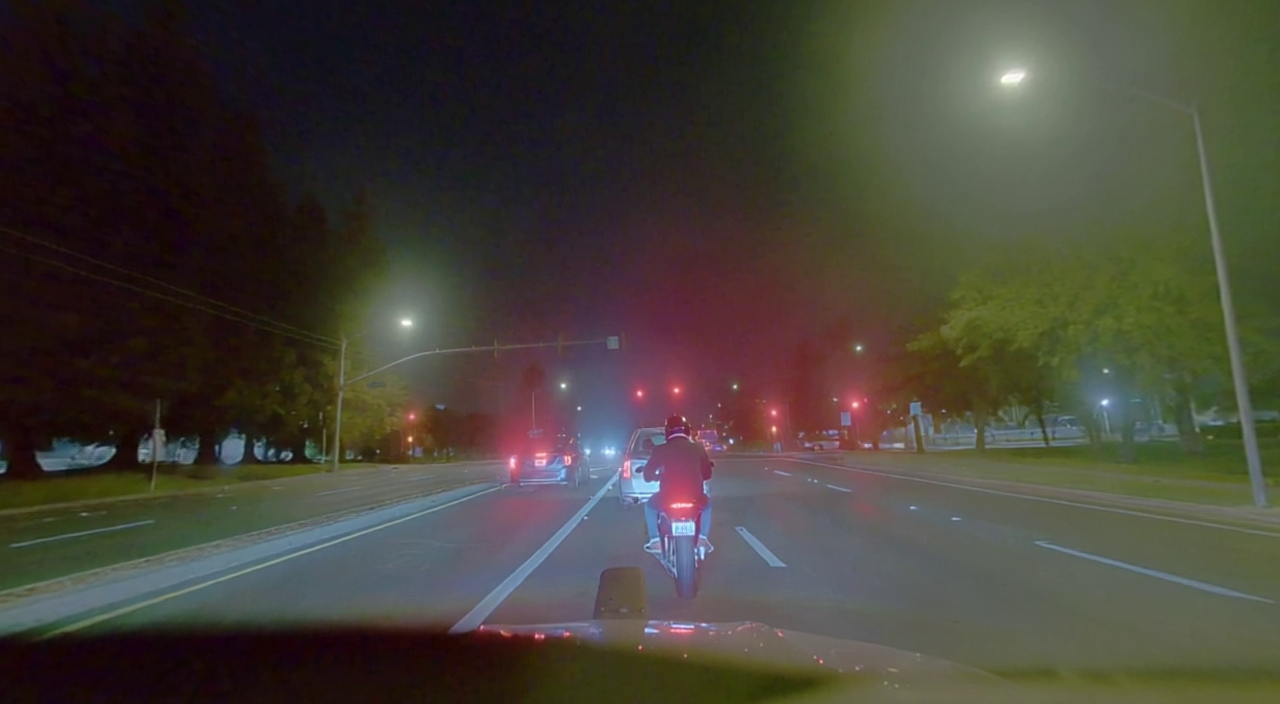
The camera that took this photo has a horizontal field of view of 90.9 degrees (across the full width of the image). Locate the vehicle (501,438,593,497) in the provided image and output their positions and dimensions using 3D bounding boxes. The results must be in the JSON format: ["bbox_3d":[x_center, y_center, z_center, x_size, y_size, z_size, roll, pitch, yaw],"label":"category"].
[{"bbox_3d":[-2.547,3.284,18.294,1.979,1.499,3.840,-1,-8,2],"label":"vehicle"}]

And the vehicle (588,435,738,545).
[{"bbox_3d":[0.336,2.196,10.832,2.009,1.450,4.608,-1,-8,1],"label":"vehicle"}]
